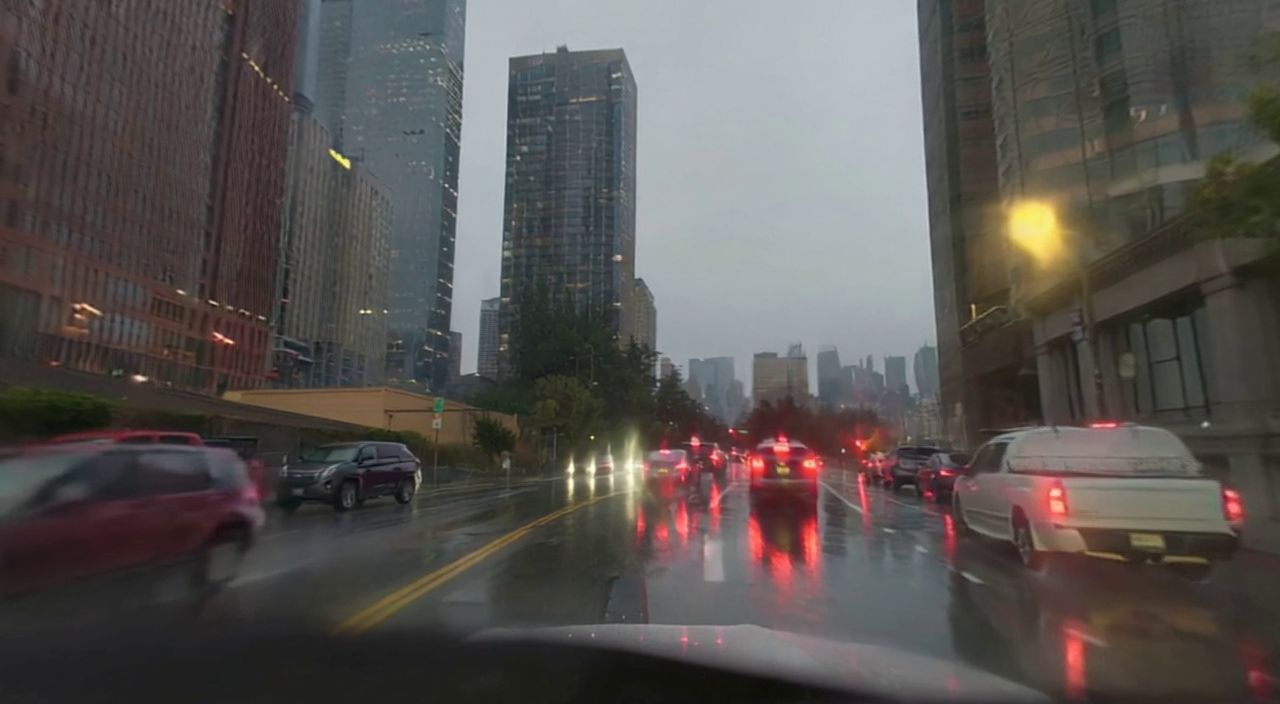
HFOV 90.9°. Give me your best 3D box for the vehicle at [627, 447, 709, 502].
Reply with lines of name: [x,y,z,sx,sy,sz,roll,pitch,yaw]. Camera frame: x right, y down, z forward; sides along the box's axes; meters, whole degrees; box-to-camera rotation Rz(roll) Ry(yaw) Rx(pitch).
vehicle: [0.943,3.615,19.141,2.031,1.461,3.763,-1,-9,9]

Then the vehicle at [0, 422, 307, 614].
vehicle: [-6.037,1.592,6.714,2.086,1.565,4.281,-2,-9,11]

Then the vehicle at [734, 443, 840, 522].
vehicle: [3.265,2.851,14.408,1.982,1.510,4.144,-2,-9,11]

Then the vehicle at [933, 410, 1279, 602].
vehicle: [5.561,1.791,8.335,2.088,1.775,4.454,-2,-9,13]

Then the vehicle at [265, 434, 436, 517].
vehicle: [-7.749,3.290,17.421,1.934,1.770,4.546,-9,-9,10]

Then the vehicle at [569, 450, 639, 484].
vehicle: [-1.695,5.670,31.499,1.928,1.503,4.322,-3,-9,20]
